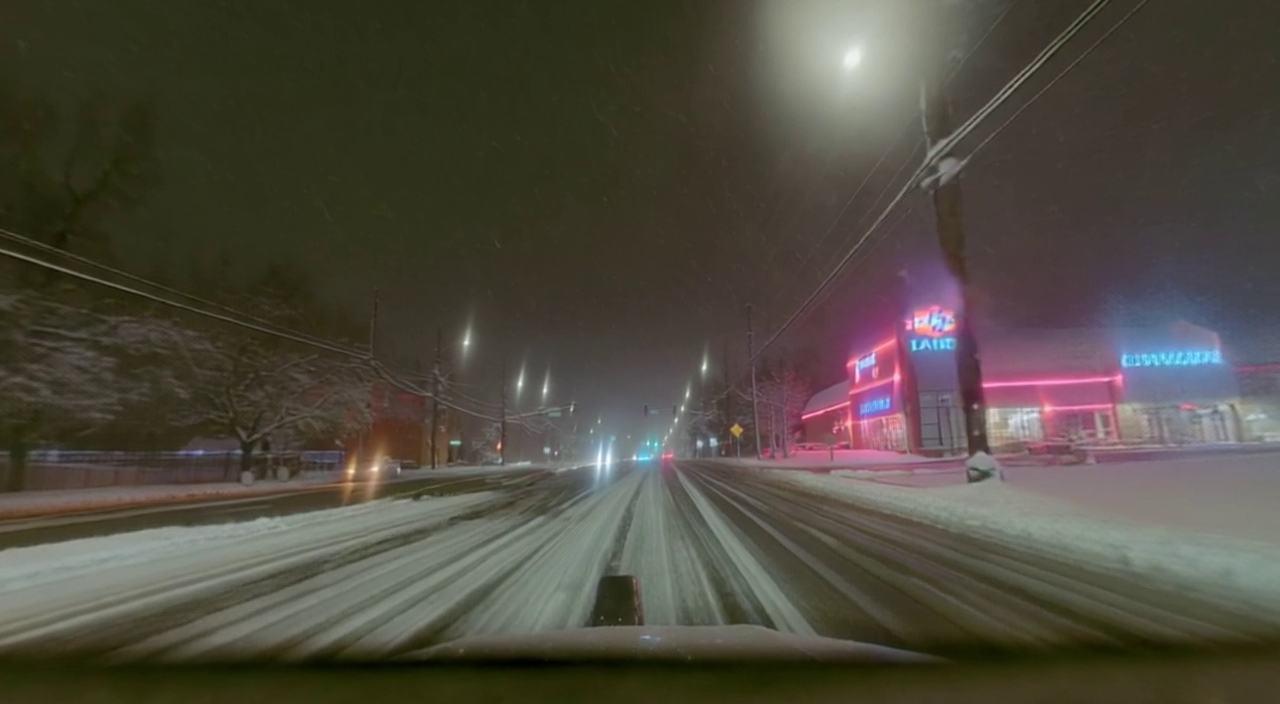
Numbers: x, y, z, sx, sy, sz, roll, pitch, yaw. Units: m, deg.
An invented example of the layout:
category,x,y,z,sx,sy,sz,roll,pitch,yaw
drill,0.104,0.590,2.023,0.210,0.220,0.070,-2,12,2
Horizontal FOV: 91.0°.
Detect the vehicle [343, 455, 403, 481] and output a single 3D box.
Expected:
category,x,y,z,sx,sy,sz,roll,pitch,yaw
vehicle,-17.511,7.589,41.483,1.938,1.465,4.744,-2,-8,0
